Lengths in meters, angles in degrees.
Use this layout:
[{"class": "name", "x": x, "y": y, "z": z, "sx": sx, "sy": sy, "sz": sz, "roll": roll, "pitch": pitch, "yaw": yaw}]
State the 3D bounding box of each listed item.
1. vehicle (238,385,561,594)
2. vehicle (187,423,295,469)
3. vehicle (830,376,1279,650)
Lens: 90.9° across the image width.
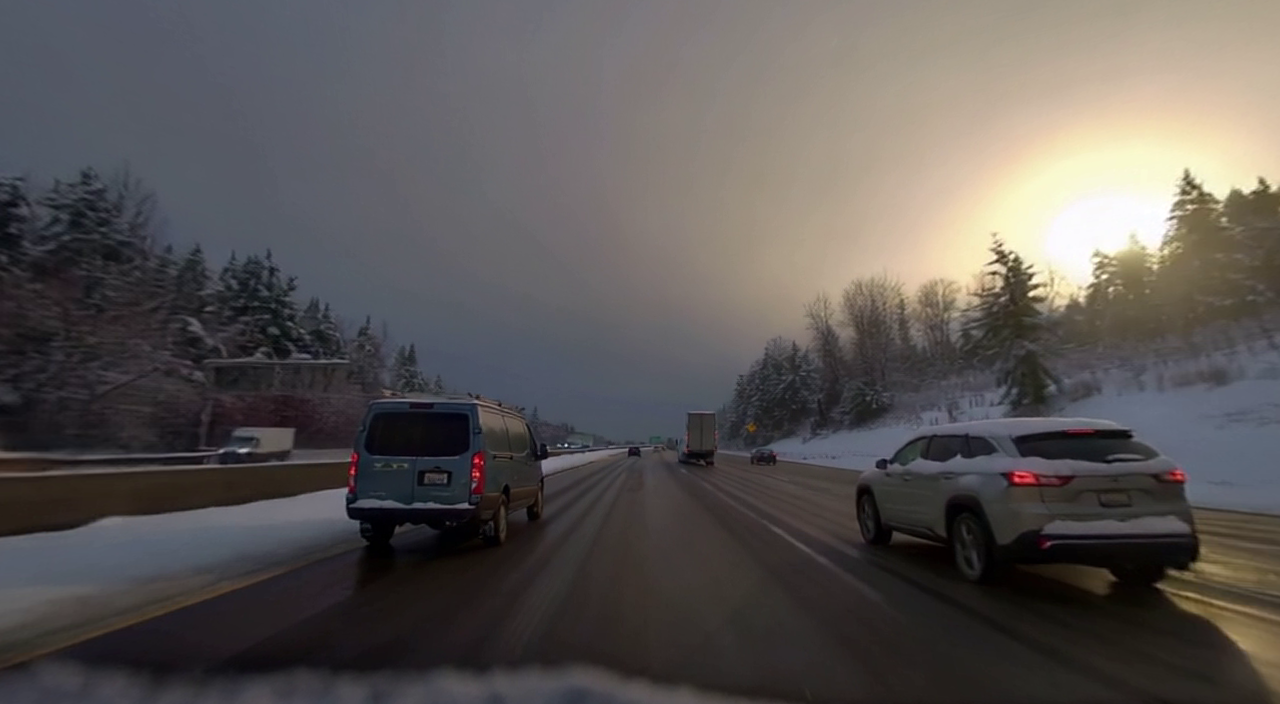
[{"class": "vehicle", "x": -2.575, "y": 1.662, "z": 8.599, "sx": 2.159, "sy": 1.922, "sz": 5.345, "roll": 0, "pitch": -8, "yaw": 2}, {"class": "vehicle", "x": -24.873, "y": 5.889, "z": 39.676, "sx": 2.288, "sy": 2.634, "sz": 5.966, "roll": -1, "pitch": -8, "yaw": 7}, {"class": "vehicle", "x": 3.905, "y": 1.437, "z": 6.736, "sx": 2.209, "sy": 1.862, "sz": 4.717, "roll": 0, "pitch": -8, "yaw": -1}]
